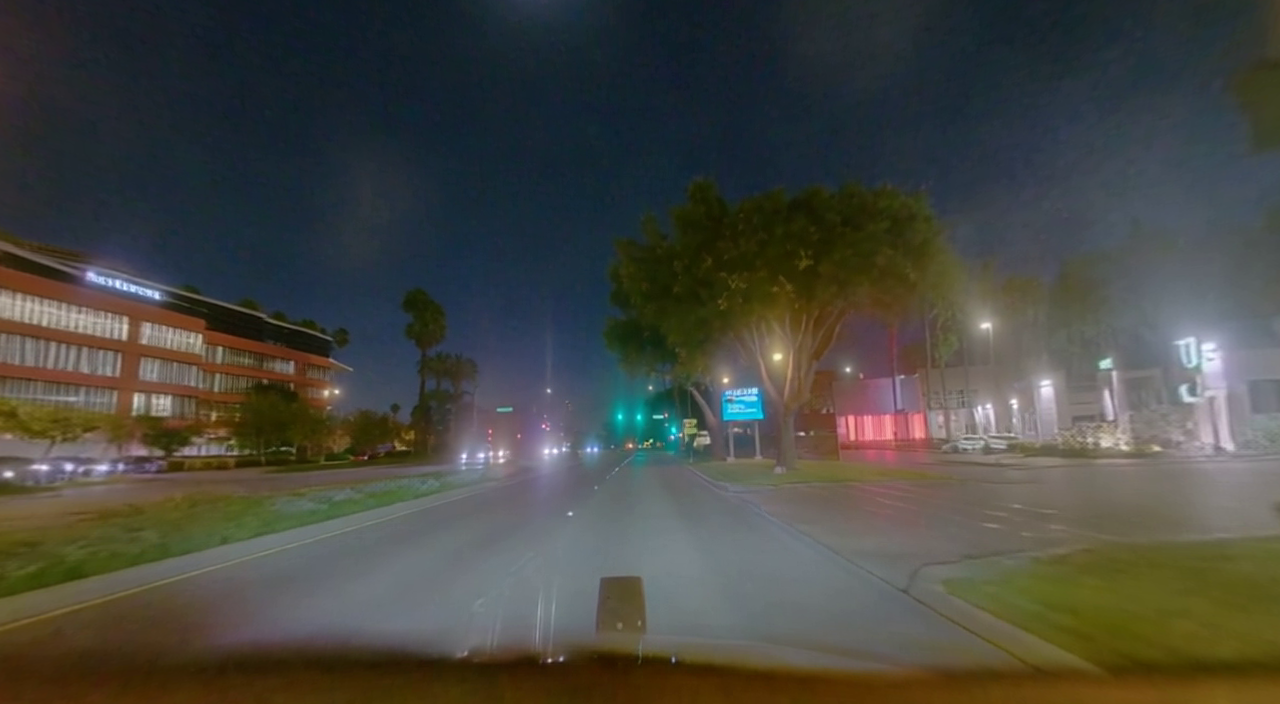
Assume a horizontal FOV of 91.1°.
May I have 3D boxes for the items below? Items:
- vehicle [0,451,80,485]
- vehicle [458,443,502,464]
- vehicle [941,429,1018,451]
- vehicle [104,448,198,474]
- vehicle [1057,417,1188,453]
[{"bbox_3d":[-29.964,5.528,30.098,4.310,1.533,1.917,0,-8,1],"label":"vehicle"},{"bbox_3d":[-12.126,7.697,47.894,2.078,1.532,4.627,0,-8,0],"label":"vehicle"},{"bbox_3d":[25.347,6.580,46.972,4.649,1.611,1.945,0,-8,-1],"label":"vehicle"},{"bbox_3d":[-29.775,6.655,38.285,4.133,1.501,1.876,0,-8,0],"label":"vehicle"},{"bbox_3d":[25.112,4.337,32.819,5.117,1.813,2.052,0,-8,0],"label":"vehicle"}]
